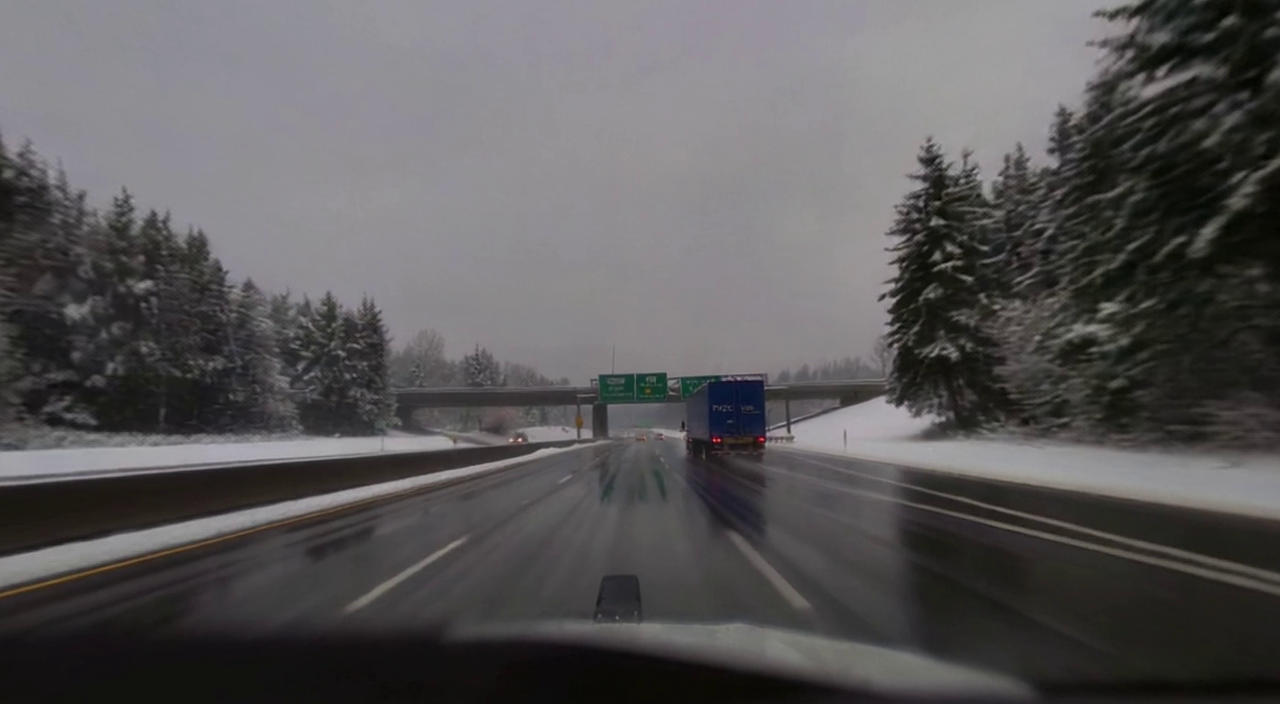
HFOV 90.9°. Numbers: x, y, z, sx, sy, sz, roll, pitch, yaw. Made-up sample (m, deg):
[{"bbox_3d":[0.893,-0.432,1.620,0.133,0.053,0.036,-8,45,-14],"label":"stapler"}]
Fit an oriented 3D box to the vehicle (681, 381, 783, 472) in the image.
[{"bbox_3d":[3.799,3.525,29.154,2.849,3.391,11.018,0,-8,-1],"label":"vehicle"}]
